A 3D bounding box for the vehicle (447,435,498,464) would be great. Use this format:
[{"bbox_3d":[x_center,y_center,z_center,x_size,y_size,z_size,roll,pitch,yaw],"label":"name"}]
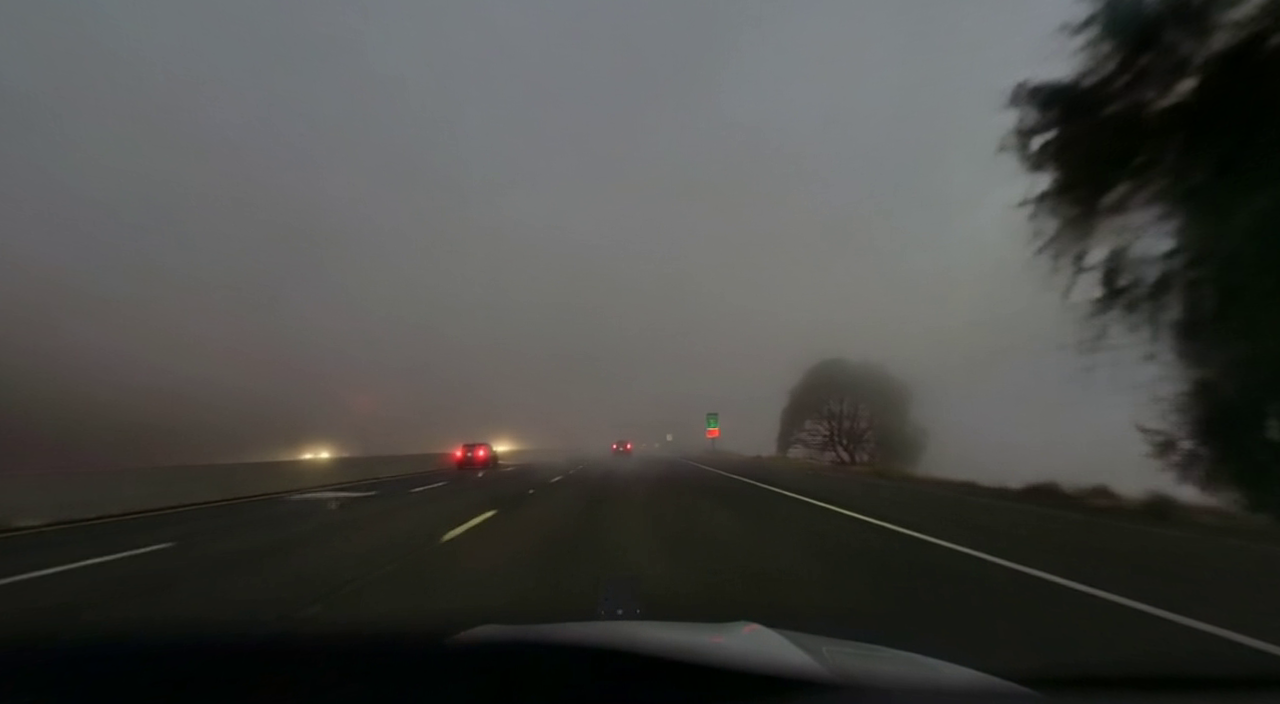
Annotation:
[{"bbox_3d":[-12.080,7.079,45.932,2.270,1.936,5.190,0,-9,-1],"label":"vehicle"}]
